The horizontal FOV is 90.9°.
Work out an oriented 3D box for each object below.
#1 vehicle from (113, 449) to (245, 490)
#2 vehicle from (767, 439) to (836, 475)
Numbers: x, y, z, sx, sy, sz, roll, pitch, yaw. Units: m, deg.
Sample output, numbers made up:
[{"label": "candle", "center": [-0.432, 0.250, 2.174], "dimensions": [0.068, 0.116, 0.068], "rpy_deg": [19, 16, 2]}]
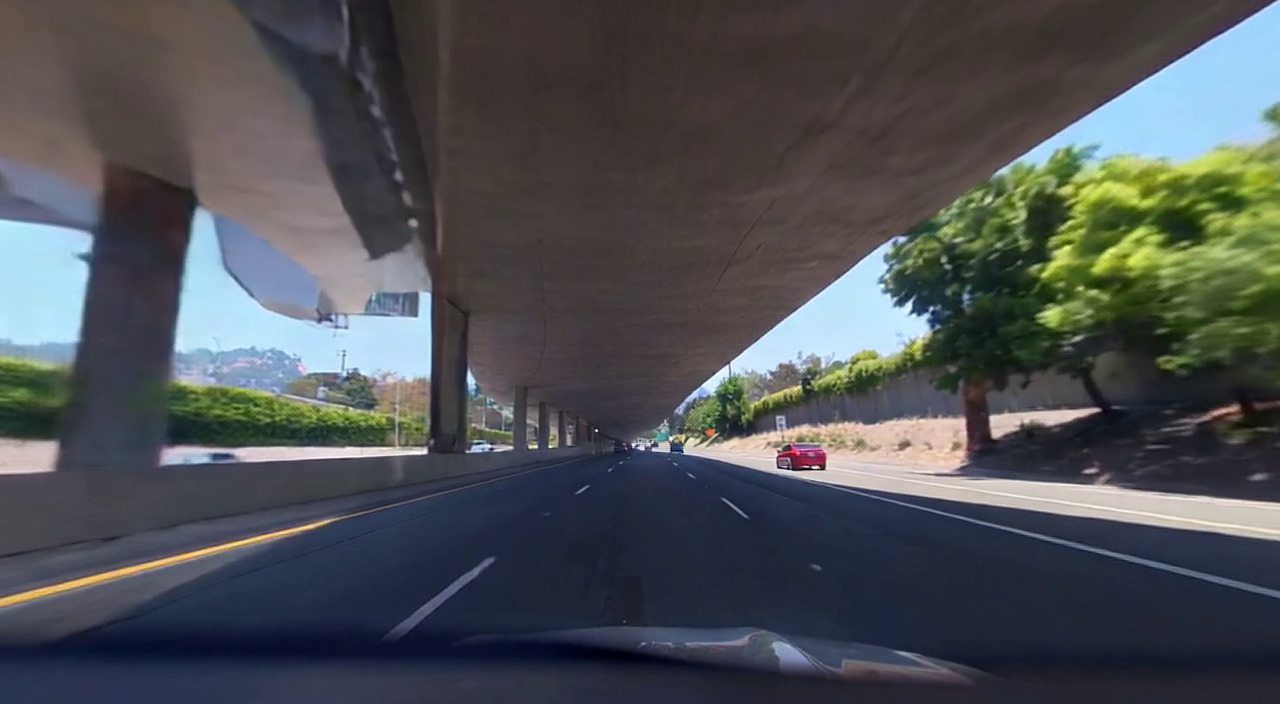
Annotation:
[{"label": "vehicle", "center": [-18.794, 4.785, 26.039], "dimensions": [1.953, 1.469, 4.574], "rpy_deg": [0, -8, 0]}, {"label": "vehicle", "center": [7.240, 4.754, 28.816], "dimensions": [1.914, 1.465, 4.574], "rpy_deg": [0, -8, 0]}]
